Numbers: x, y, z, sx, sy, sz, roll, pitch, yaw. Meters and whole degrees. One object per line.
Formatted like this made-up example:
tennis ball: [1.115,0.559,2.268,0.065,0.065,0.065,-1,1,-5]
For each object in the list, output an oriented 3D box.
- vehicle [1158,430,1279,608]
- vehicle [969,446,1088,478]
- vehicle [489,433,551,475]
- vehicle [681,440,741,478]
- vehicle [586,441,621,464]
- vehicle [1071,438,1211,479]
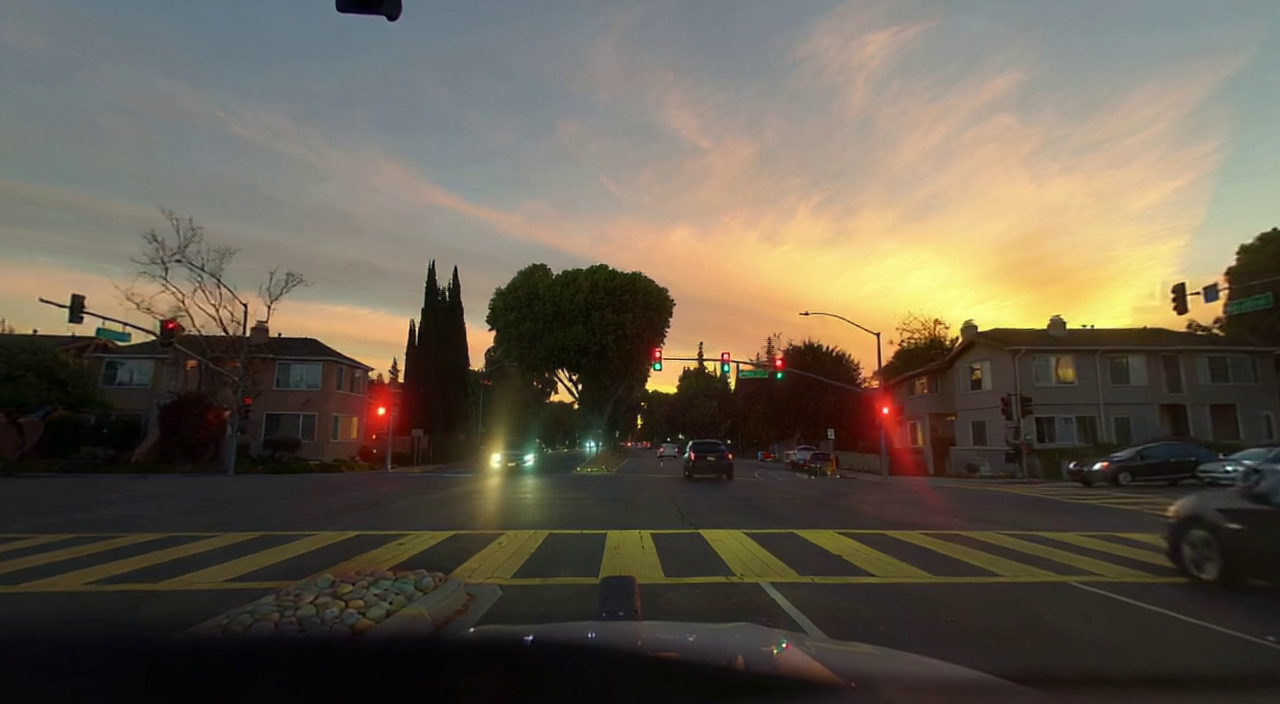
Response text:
vehicle: [6.325,1.275,4.387,1.961,1.494,4.438,-1,-9,5]
vehicle: [19.732,5.607,32.240,4.874,1.544,1.779,0,-9,1]
vehicle: [-5.284,4.564,28.452,2.025,1.704,4.104,0,-9,-1]
vehicle: [2.940,4.511,26.993,1.947,1.467,4.455,0,-9,-1]
vehicle: [-2.400,6.713,42.282,2.045,1.484,3.991,0,-9,0]
vehicle: [23.496,4.990,29.745,4.807,1.835,2.033,0,-9,-1]
